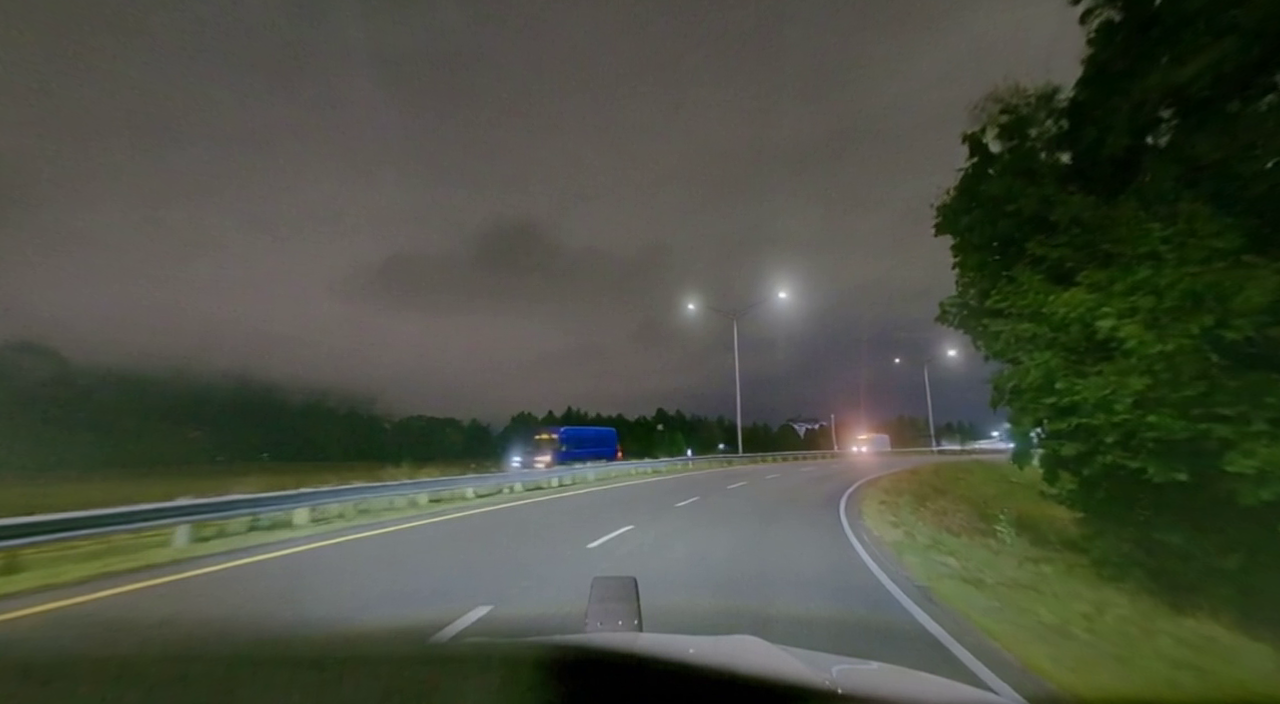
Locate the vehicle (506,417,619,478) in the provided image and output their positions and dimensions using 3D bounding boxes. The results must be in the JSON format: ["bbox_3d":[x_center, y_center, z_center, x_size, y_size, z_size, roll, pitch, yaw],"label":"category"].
[{"bbox_3d":[-3.733,4.897,32.240,2.447,2.725,6.755,-4,-9,26],"label":"vehicle"}]
